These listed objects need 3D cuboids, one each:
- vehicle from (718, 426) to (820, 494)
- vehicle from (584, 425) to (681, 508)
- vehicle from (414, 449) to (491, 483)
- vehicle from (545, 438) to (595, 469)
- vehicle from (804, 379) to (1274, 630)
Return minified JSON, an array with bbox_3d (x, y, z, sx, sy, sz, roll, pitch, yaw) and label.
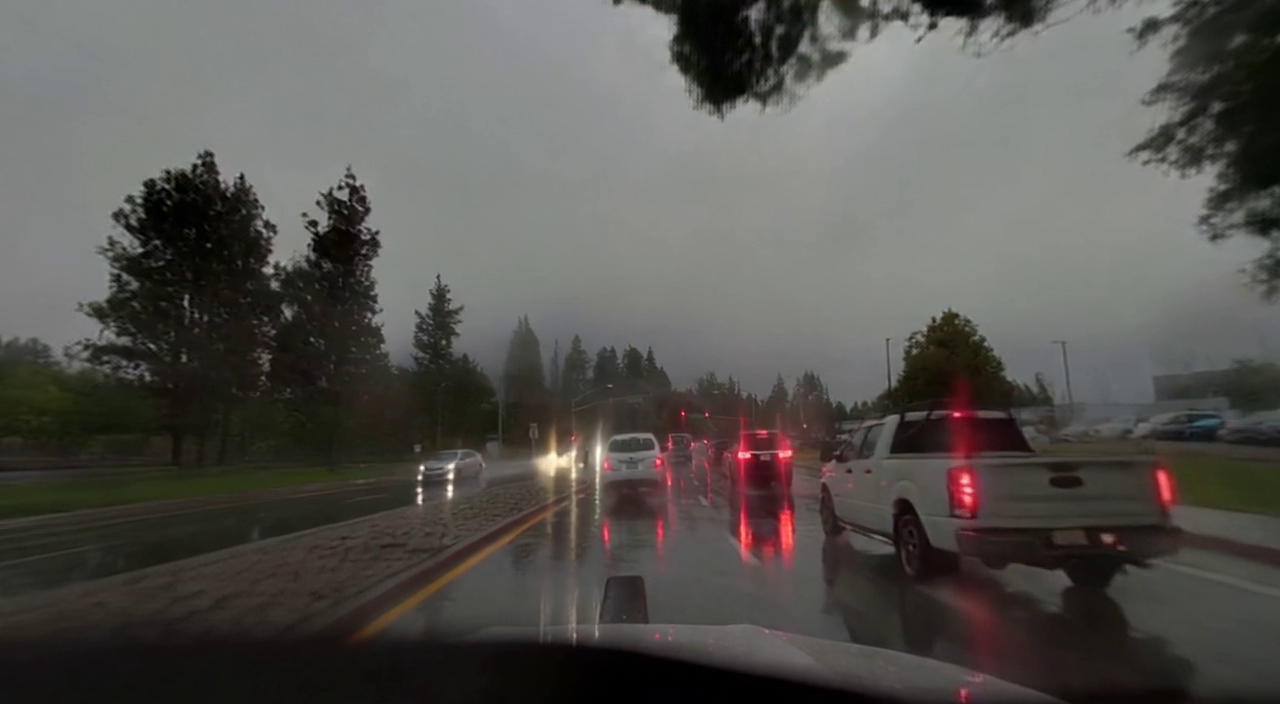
[{"bbox_3d":[3.959,3.464,20.569,2.317,1.857,5.940,0,-9,2],"label":"vehicle"},{"bbox_3d":[-0.050,2.803,15.779,2.113,1.768,3.901,0,-9,4],"label":"vehicle"},{"bbox_3d":[-9.014,5.510,30.855,1.953,1.476,4.747,-1,-9,5],"label":"vehicle"},{"bbox_3d":[-4.789,7.110,44.232,2.355,2.005,5.673,-1,-9,6],"label":"vehicle"},{"bbox_3d":[3.434,1.431,6.869,2.114,1.765,4.647,0,-9,1],"label":"vehicle"}]
